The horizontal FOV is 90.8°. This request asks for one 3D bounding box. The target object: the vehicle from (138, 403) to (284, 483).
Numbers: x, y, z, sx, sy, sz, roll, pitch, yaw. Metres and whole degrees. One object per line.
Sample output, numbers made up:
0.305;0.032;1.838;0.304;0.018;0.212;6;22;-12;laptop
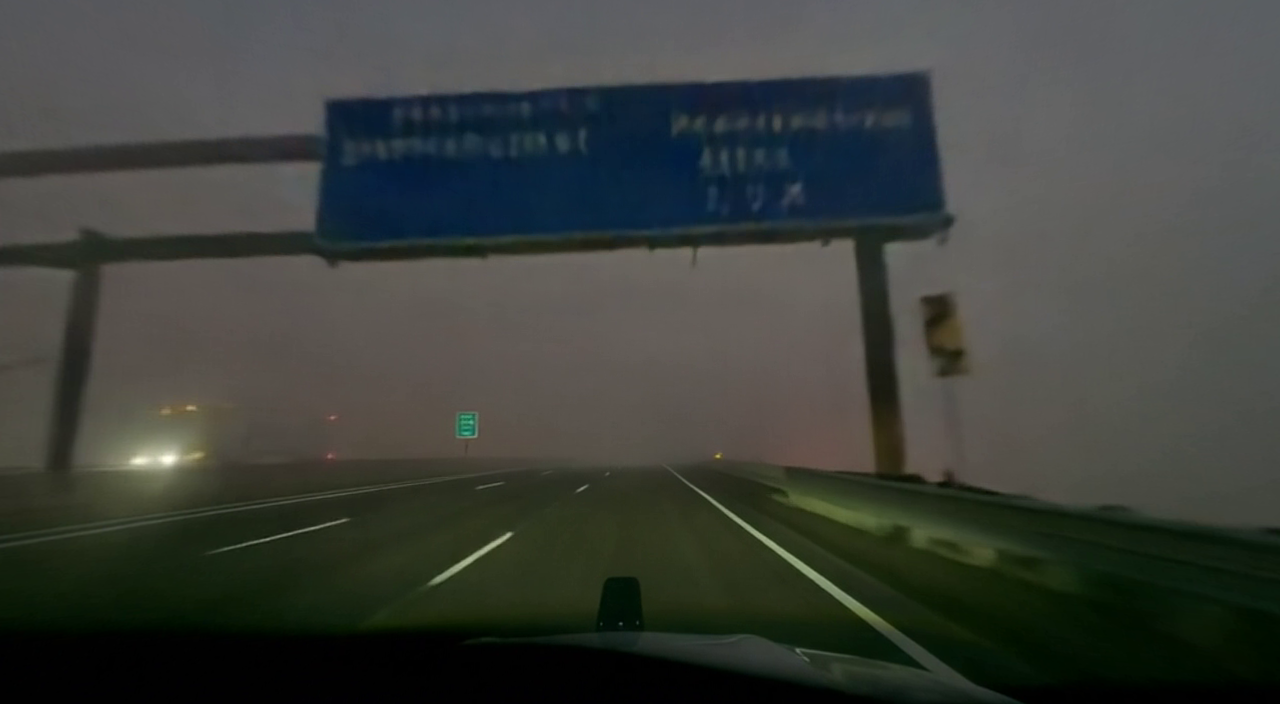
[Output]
-22.900;4.956;34.225;3.231;3.906;6.300;0;-9;1;vehicle
